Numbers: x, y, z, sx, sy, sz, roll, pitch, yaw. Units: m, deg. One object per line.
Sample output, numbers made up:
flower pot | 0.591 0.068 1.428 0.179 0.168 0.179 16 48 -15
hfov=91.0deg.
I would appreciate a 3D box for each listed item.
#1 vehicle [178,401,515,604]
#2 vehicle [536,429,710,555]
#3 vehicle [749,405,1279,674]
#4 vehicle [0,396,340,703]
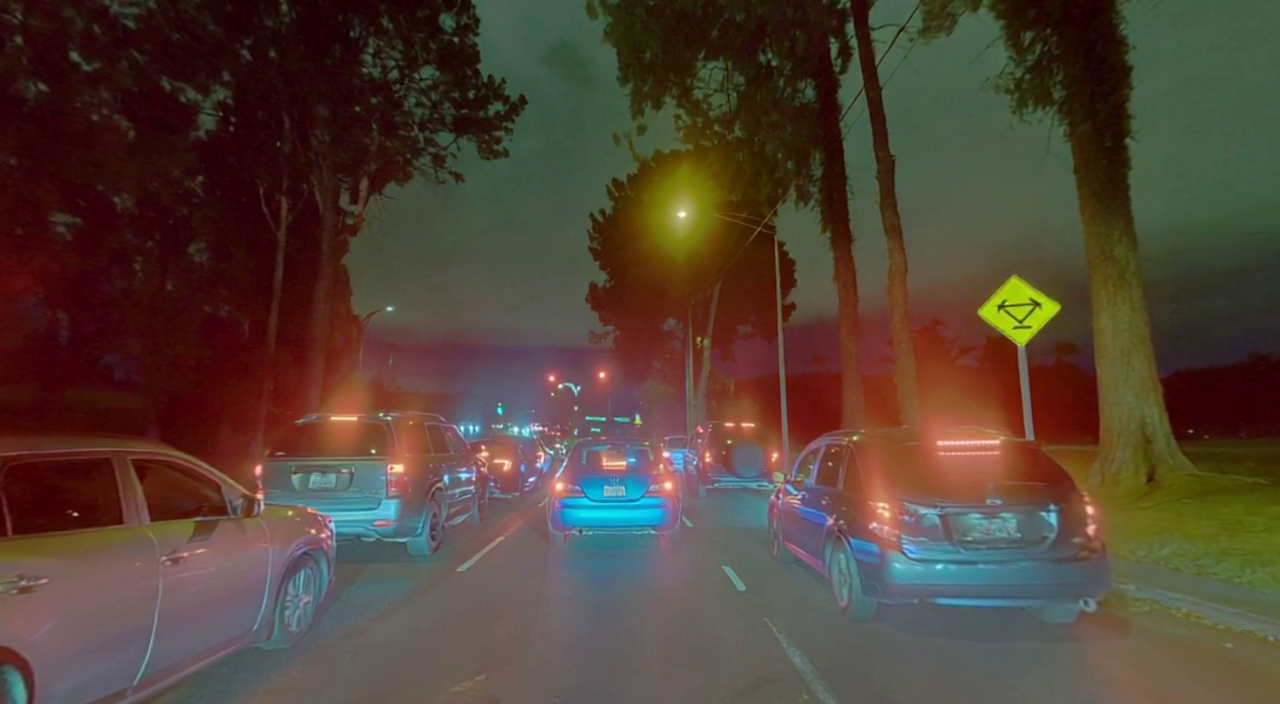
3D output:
vehicle | -2.897 1.578 7.444 1.964 1.712 4.097 0 -8 0
vehicle | -0.250 1.922 9.319 2.025 1.453 3.848 0 -8 -2
vehicle | 2.521 1.399 5.925 2.116 1.497 4.652 0 -8 0
vehicle | -2.928 0.840 1.604 1.974 1.484 4.716 0 -8 0
